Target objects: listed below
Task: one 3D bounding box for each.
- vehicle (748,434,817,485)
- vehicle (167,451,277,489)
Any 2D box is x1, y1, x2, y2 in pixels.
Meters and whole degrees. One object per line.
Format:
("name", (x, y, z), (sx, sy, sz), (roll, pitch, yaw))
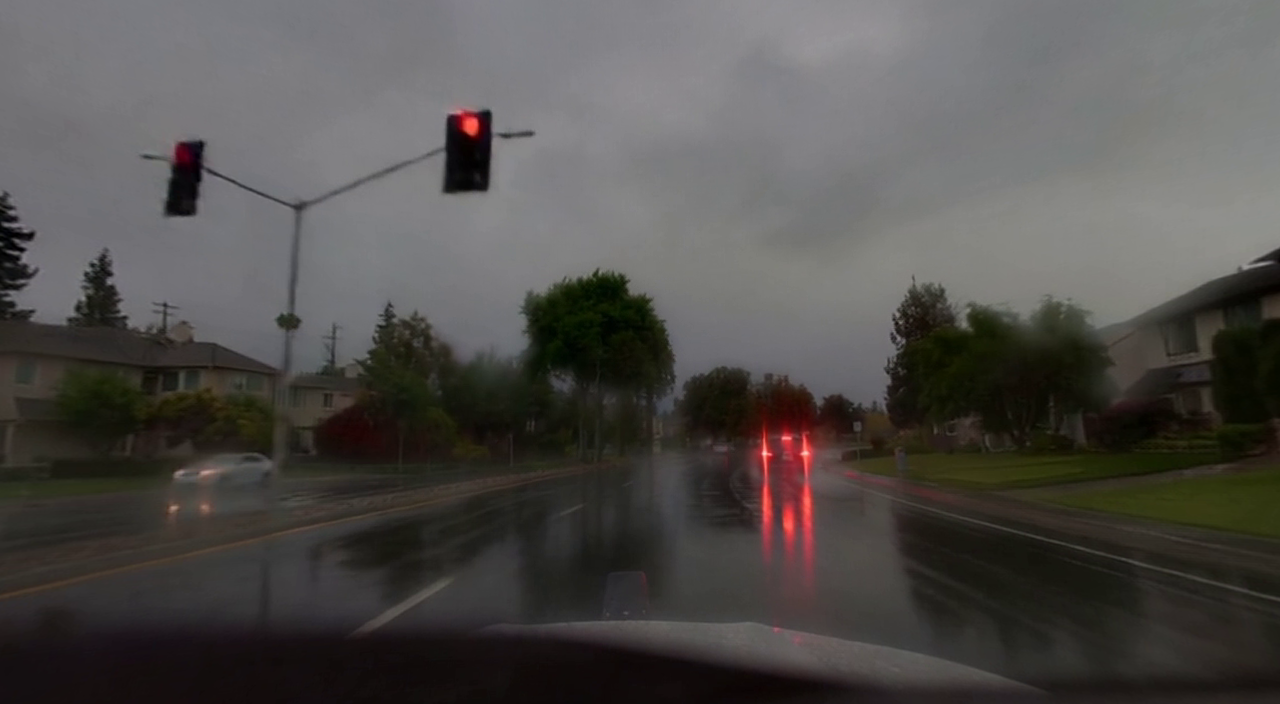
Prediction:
("vehicle", (5.592, 4.279, 25.371), (2.141, 1.833, 4.704), (-1, -8, 6))
("vehicle", (-18.389, 5.156, 27.941), (1.828, 1.497, 3.858), (-1, -9, 9))
